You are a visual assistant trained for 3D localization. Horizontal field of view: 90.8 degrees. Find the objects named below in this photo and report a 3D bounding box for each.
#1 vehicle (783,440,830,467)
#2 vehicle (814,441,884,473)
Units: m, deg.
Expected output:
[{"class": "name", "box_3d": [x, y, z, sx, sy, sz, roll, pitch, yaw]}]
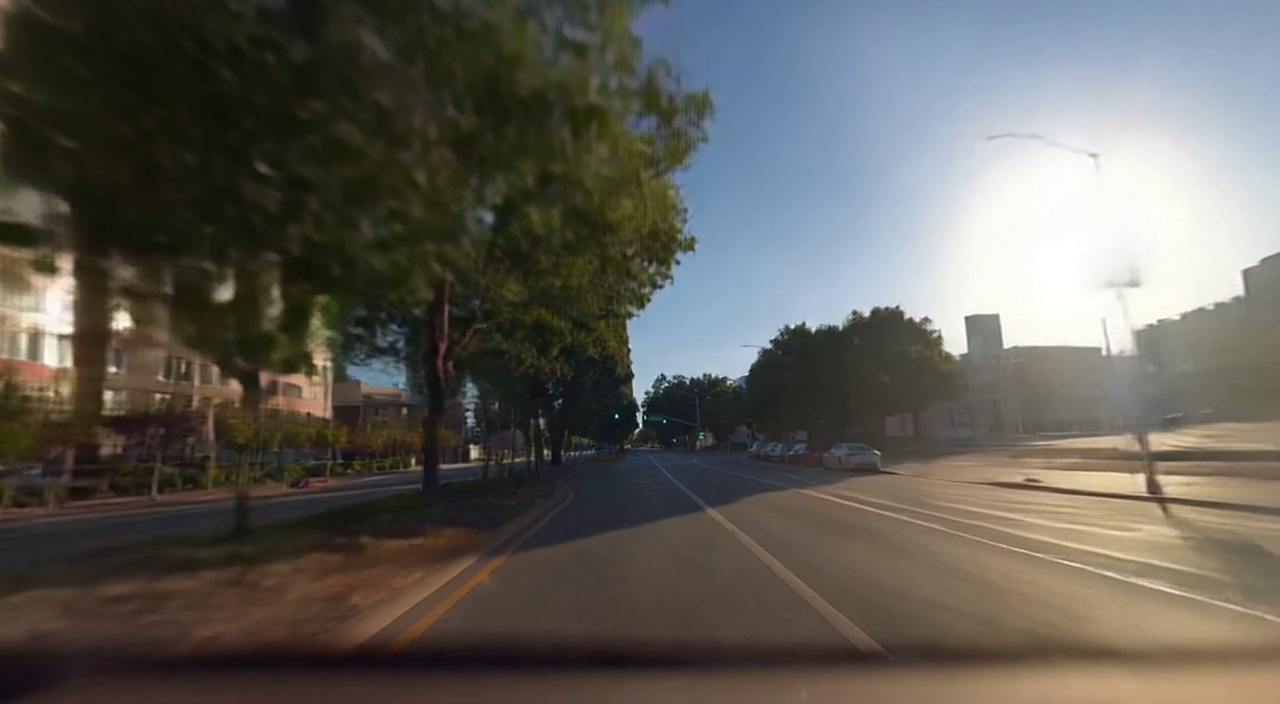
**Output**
[{"class": "vehicle", "box_3d": [10.396, 6.368, 39.714, 1.889, 1.631, 4.021, 0, -9, 0]}, {"class": "vehicle", "box_3d": [10.319, 5.206, 31.553, 1.956, 1.462, 4.306, 0, -9, -1]}]
